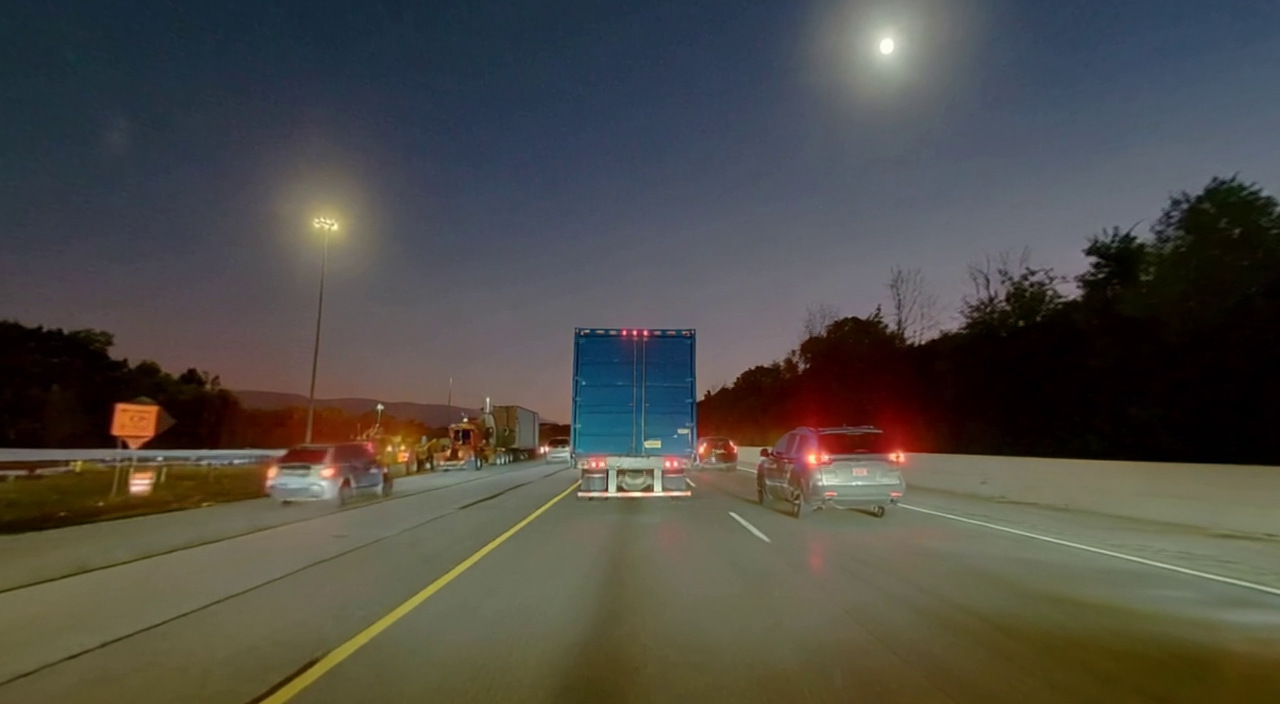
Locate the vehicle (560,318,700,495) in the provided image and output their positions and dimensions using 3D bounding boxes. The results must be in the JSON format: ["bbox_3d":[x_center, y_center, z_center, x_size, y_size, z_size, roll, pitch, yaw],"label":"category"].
[{"bbox_3d":[-0.180,1.942,19.135,3.067,3.940,10.154,0,-9,0],"label":"vehicle"}]

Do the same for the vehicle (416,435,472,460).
[{"bbox_3d":[-12.458,6.106,40.287,1.887,1.511,4.152,0,-9,6],"label":"vehicle"}]

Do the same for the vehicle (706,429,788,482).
[{"bbox_3d":[3.702,3.678,22.590,1.998,1.713,4.149,1,-9,-3],"label":"vehicle"}]

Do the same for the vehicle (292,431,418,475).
[{"bbox_3d":[-12.921,4.627,28.810,4.663,1.708,2.054,3,-9,-4],"label":"vehicle"}]

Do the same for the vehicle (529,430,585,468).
[{"bbox_3d":[-4.073,4.890,31.793,2.095,1.736,4.529,0,-9,2],"label":"vehicle"}]

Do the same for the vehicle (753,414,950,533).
[{"bbox_3d":[3.480,2.099,11.388,2.103,1.713,4.173,0,-9,0],"label":"vehicle"}]
